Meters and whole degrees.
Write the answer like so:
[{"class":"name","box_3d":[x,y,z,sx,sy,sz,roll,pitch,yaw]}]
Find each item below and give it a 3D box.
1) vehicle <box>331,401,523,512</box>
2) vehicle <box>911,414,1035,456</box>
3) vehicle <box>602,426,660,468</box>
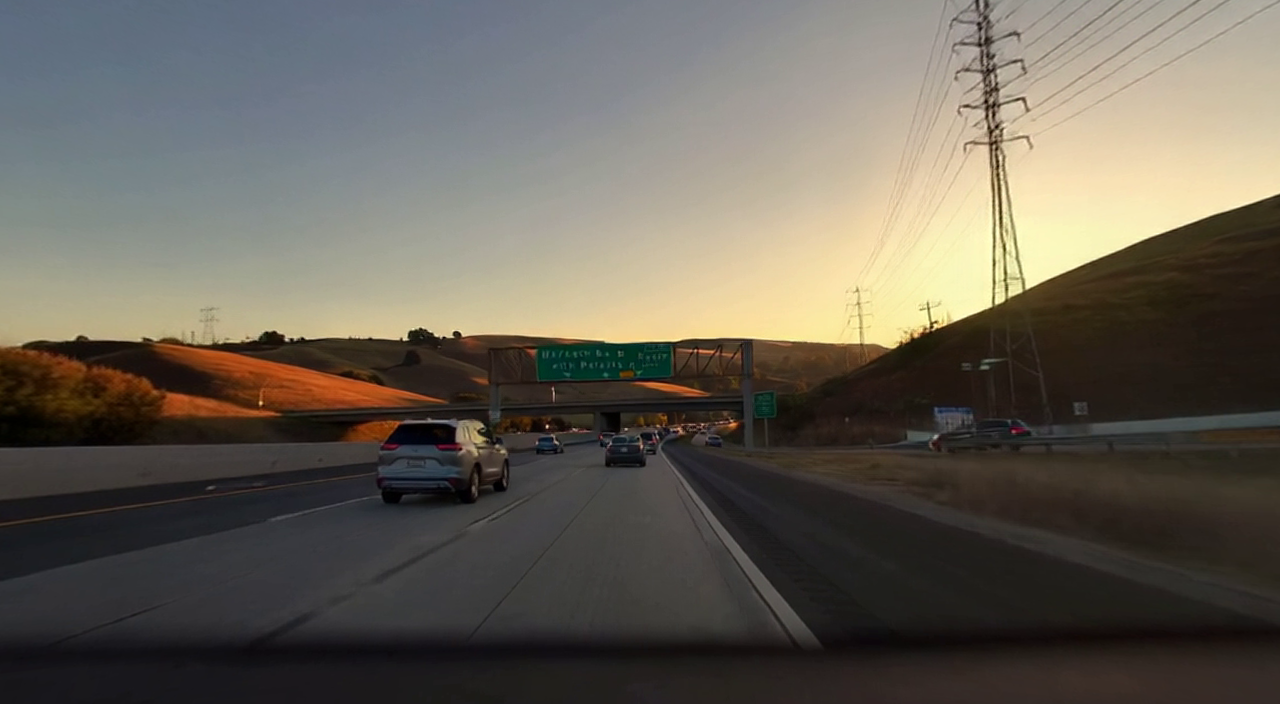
[{"class":"vehicle","box_3d":[-4.058,2.121,13.124,2.228,1.845,4.847,0,-8,1]},{"class":"vehicle","box_3d":[22.319,5.675,42.735,2.571,2.571,6.876,5,-10,-33]},{"class":"vehicle","box_3d":[-0.318,4.073,27.066,2.193,1.651,3.946,-1,-8,3]}]
